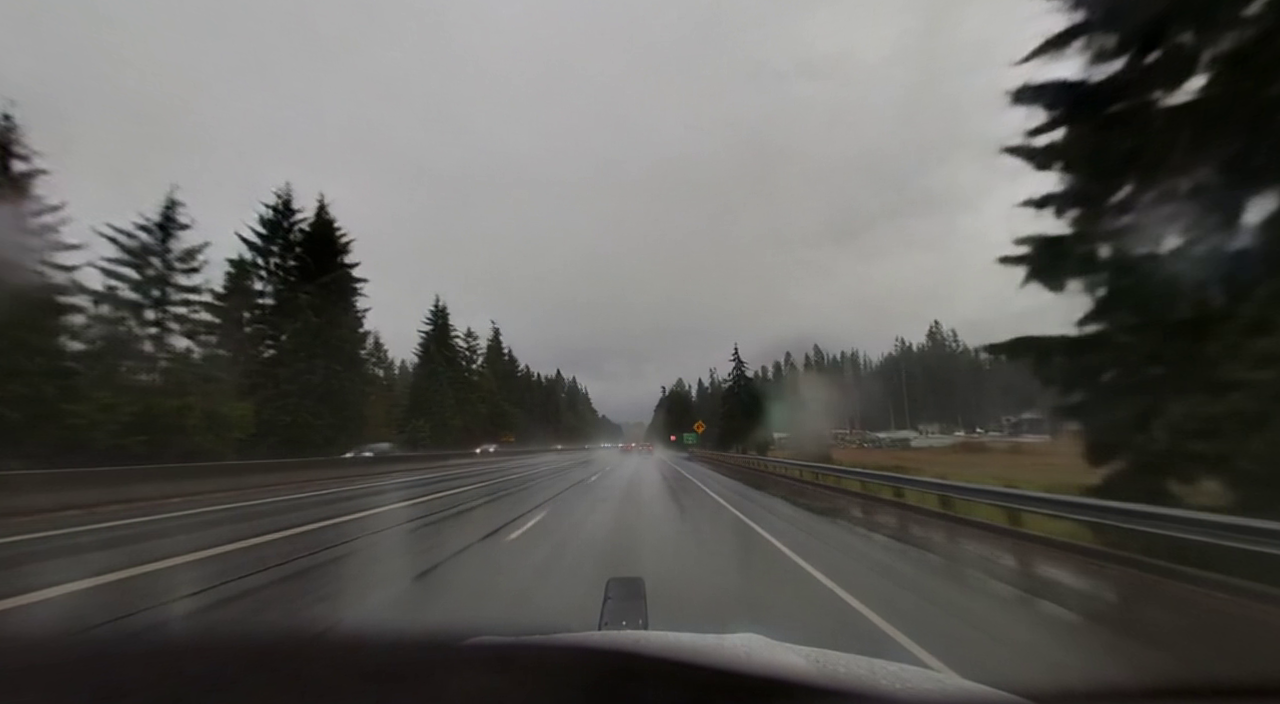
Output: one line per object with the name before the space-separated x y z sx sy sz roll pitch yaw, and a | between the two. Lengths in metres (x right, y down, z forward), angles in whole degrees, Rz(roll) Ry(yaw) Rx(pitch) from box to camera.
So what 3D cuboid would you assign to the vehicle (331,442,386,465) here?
vehicle | -20.965 7.567 47.151 1.961 1.601 4.497 0 -8 1
